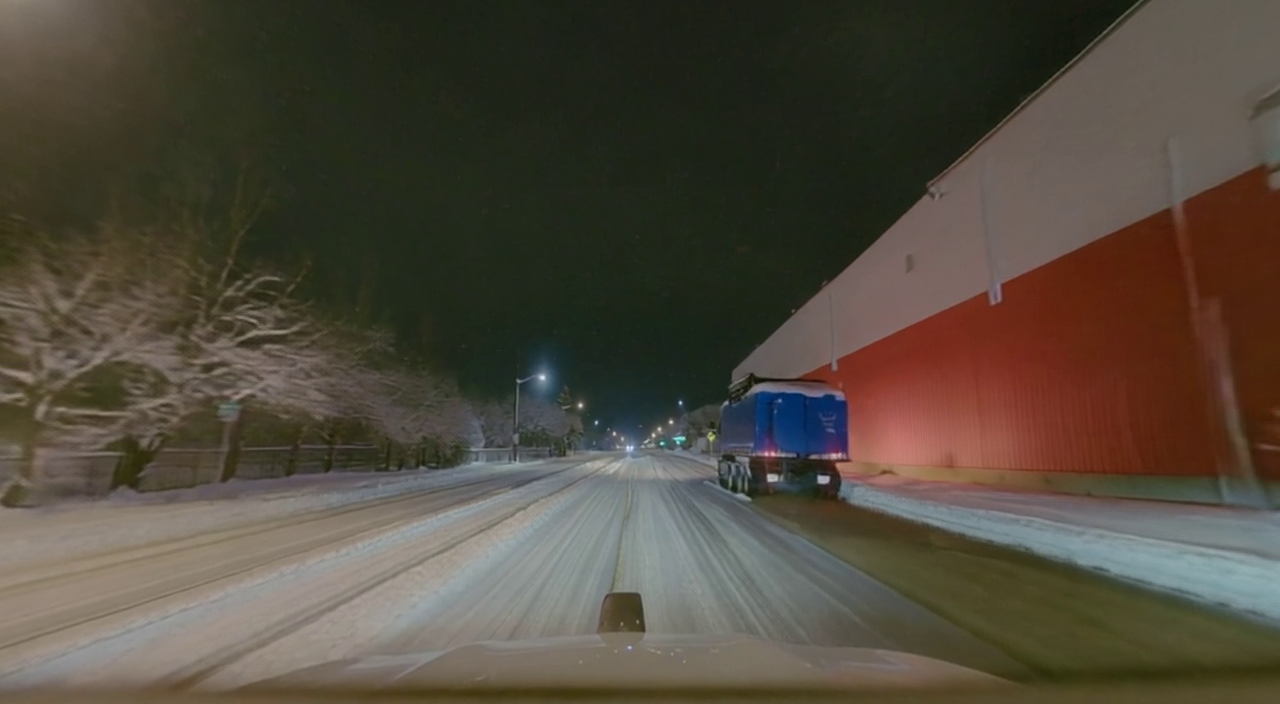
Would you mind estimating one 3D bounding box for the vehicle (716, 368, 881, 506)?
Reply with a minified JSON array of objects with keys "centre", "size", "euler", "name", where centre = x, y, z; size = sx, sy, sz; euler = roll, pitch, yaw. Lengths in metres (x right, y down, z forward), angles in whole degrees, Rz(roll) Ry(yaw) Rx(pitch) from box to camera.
[{"centre":[4.178,2.479,18.353],"size":[3.019,3.303,6.252],"euler":[0,-8,-1],"name":"vehicle"}]
